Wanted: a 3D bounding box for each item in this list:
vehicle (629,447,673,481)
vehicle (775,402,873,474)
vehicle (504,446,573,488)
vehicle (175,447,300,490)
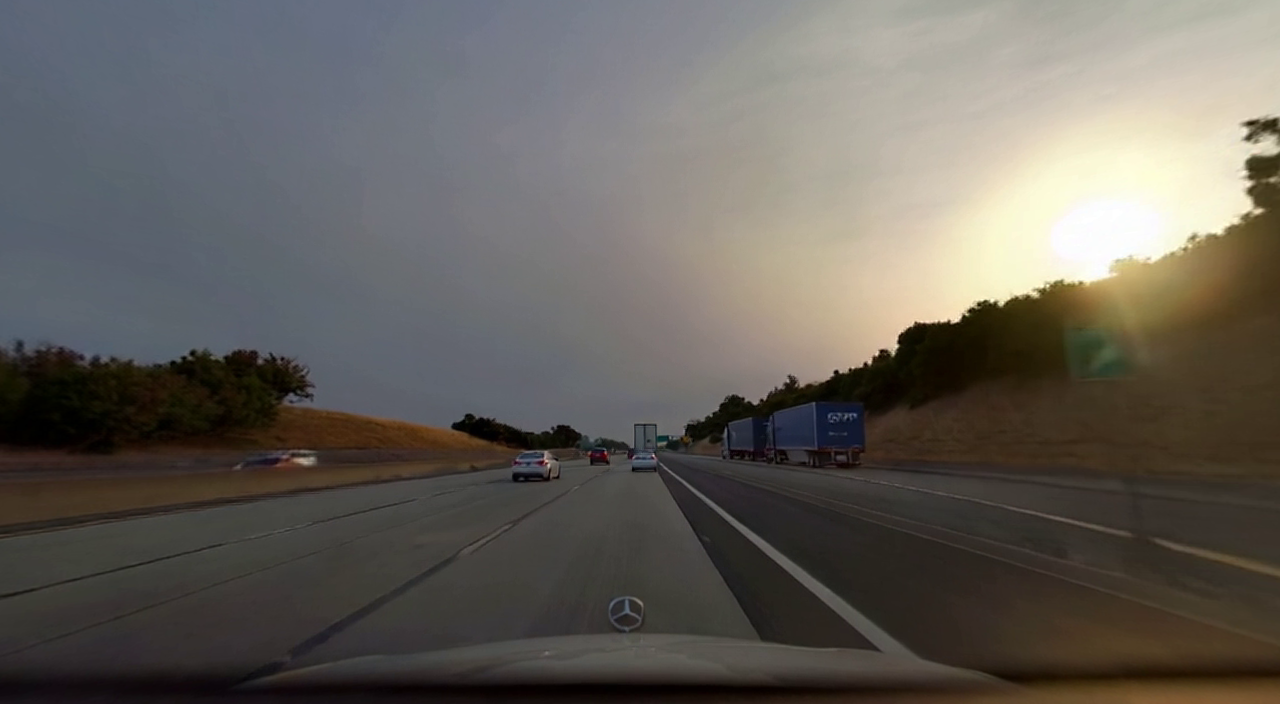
[{"bbox_3d":[0.486,5.313,30.108,1.991,1.507,3.391,0,-9,-1],"label":"vehicle"},{"bbox_3d":[11.993,5.990,42.954,2.926,4.094,13.856,0,-9,2],"label":"vehicle"},{"bbox_3d":[-3.978,4.603,25.533,2.018,1.504,4.431,0,-9,1],"label":"vehicle"},{"bbox_3d":[-15.949,4.620,25.320,1.952,1.573,4.568,0,-9,0],"label":"vehicle"}]
